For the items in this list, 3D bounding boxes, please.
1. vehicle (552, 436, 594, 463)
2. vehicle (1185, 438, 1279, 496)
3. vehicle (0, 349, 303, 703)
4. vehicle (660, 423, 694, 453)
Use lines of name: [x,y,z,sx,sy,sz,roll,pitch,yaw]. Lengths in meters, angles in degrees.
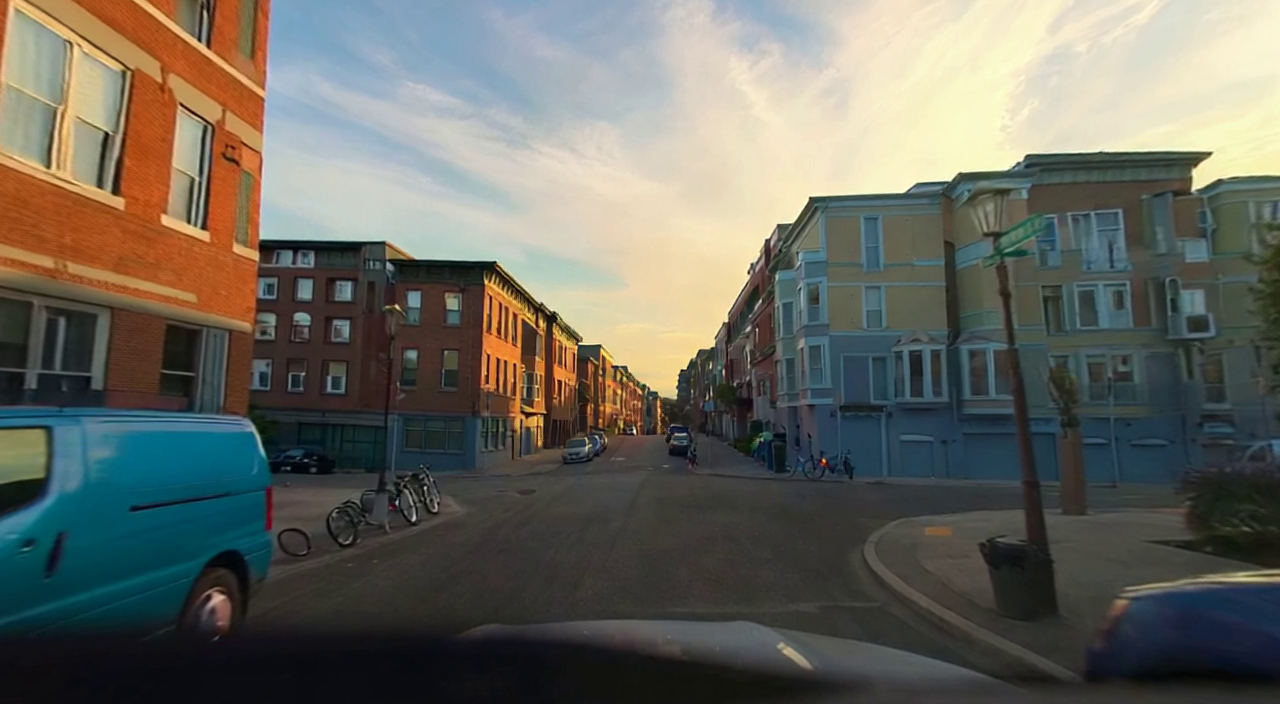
vehicle: [-3.818,5.594,36.354,1.897,1.431,3.741,-1,-8,1]
vehicle: [17.753,3.147,17.440,3.414,1.519,1.719,-2,-8,14]
vehicle: [-3.357,0.830,2.297,1.832,1.683,4.396,0,-8,-1]
vehicle: [2.635,6.222,45.398,2.072,2.074,4.358,0,-8,-2]
